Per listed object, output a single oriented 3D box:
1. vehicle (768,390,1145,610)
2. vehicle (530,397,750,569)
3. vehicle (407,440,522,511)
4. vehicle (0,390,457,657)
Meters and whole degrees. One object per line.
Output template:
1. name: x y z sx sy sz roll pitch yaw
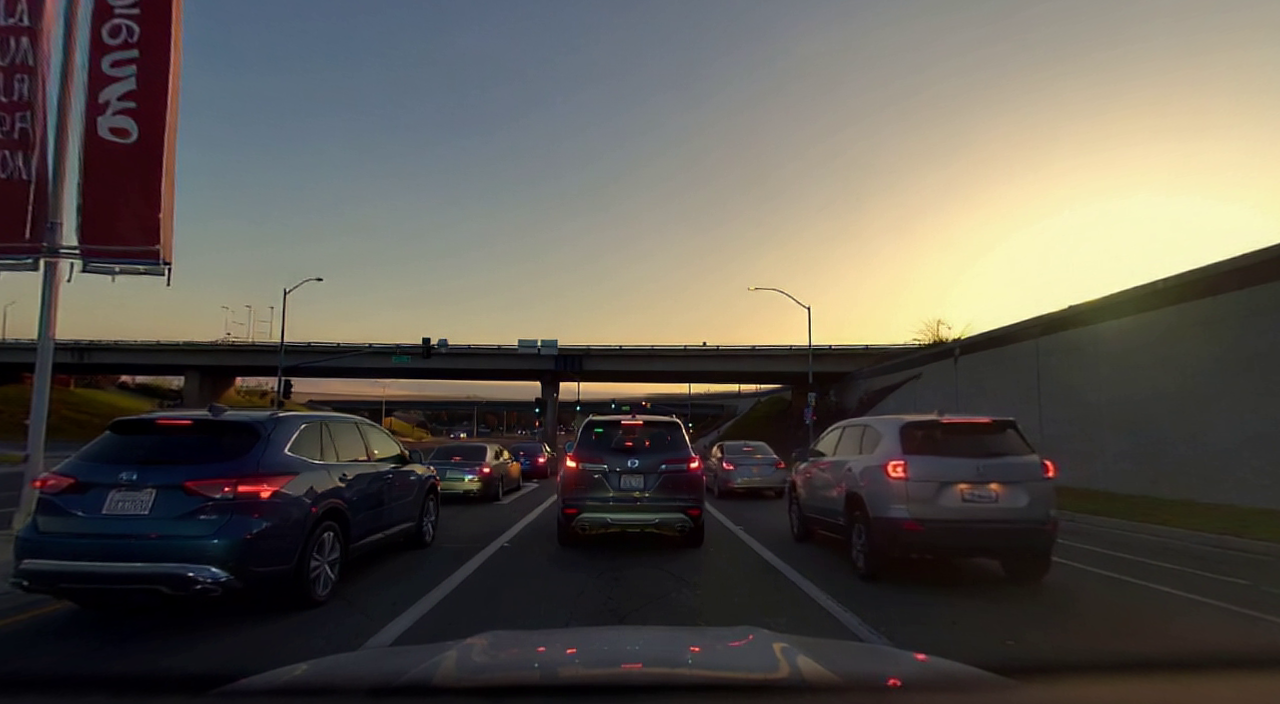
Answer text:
1. vehicle: 3.120 1.573 7.627 2.016 1.804 4.681 0 -9 -2
2. vehicle: -0.082 1.771 9.214 2.409 1.864 4.471 0 -9 -2
3. vehicle: -4.153 2.945 15.431 1.797 1.505 3.506 0 -9 0
4. vehicle: -3.496 1.426 6.267 2.039 1.709 4.265 0 -9 0
